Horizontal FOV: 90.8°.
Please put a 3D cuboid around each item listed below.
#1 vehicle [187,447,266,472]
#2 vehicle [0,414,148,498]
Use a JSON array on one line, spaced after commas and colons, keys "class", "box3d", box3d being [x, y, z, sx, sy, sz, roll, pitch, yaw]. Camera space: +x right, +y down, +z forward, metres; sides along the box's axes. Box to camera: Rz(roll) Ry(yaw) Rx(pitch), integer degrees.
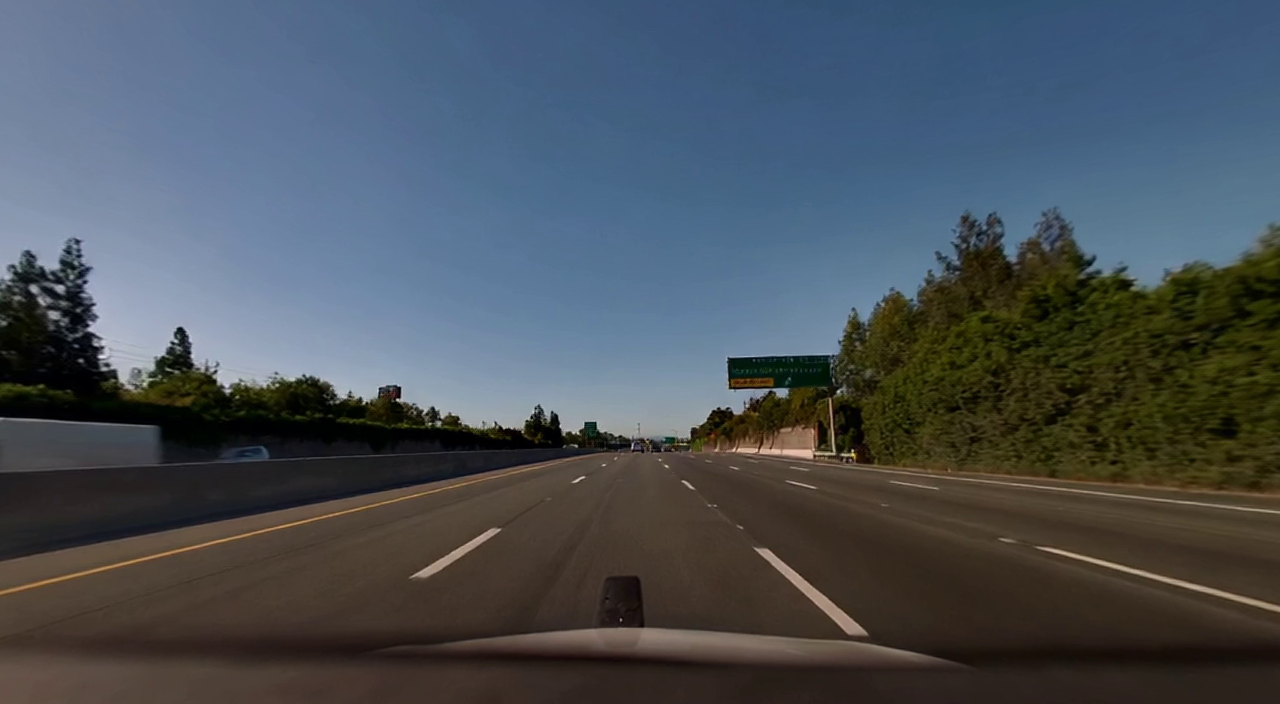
[{"class": "vehicle", "box3d": [-31.953, 8.291, 49.060, 2.240, 1.819, 5.724, 0, -8, 1]}, {"class": "vehicle", "box3d": [-15.059, 2.494, 15.248, 2.031, 1.831, 5.342, 0, -8, 0]}]
